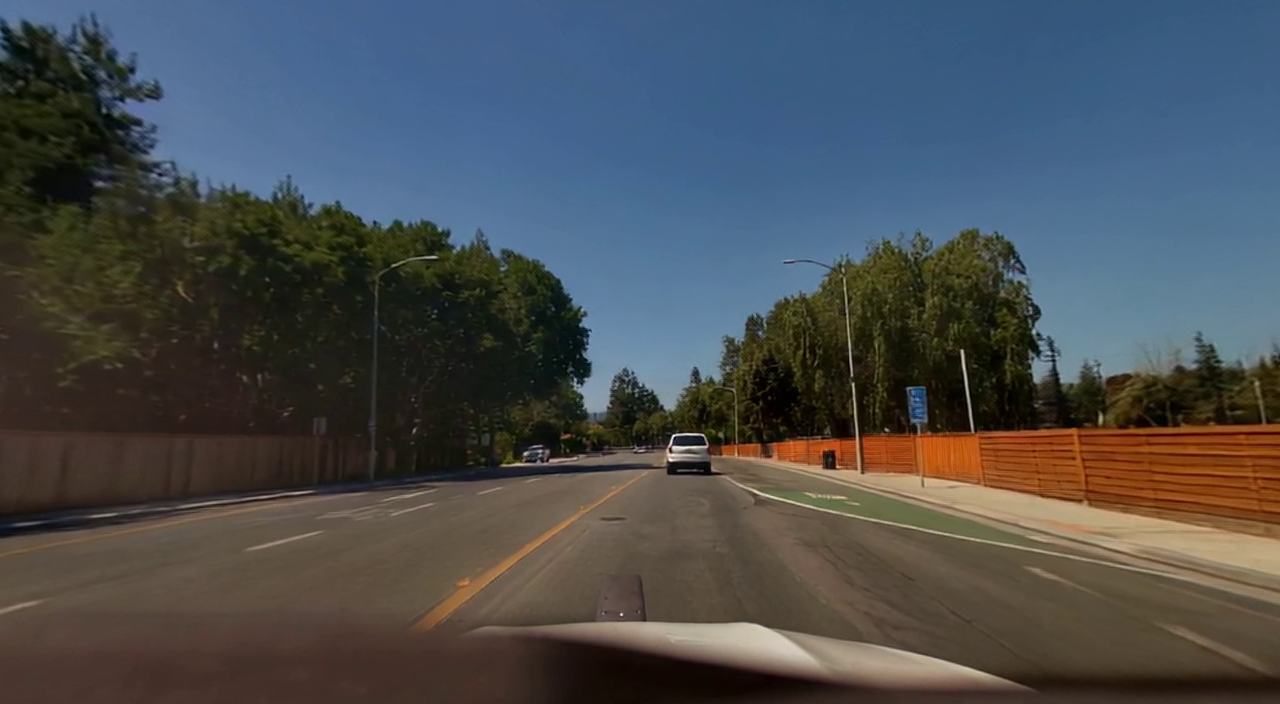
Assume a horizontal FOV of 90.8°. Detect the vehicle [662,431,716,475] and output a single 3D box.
[{"bbox_3d":[2.170,4.548,28.689,2.230,1.827,4.580,0,-8,4],"label":"vehicle"}]
